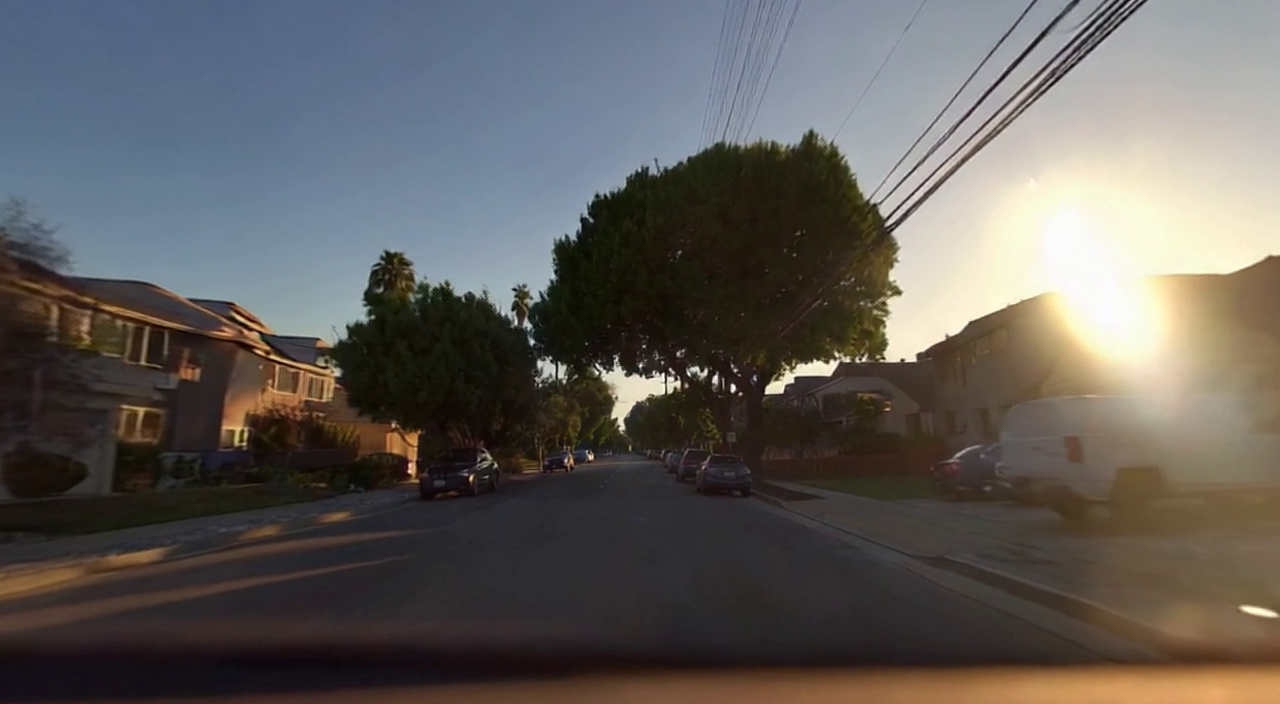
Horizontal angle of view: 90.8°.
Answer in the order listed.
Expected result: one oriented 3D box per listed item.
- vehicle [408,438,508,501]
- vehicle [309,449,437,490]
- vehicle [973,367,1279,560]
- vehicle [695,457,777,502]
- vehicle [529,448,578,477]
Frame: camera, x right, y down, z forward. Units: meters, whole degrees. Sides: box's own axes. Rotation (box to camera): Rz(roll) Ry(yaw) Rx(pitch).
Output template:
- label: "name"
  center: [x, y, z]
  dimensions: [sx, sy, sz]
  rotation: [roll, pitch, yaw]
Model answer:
- label: "vehicle"
  center: [-6.367, 4.290, 22.746]
  dimensions: [2.156, 1.932, 4.518]
  rotation: [-2, -12, 1]
- label: "vehicle"
  center: [-11.495, 5.080, 27.440]
  dimensions: [4.529, 1.677, 2.204]
  rotation: [0, -9, 1]
- label: "vehicle"
  center: [8.480, 1.545, 9.011]
  dimensions: [5.900, 2.328, 2.603]
  rotation: [-1, -9, 3]
- label: "vehicle"
  center: [2.989, 4.062, 20.460]
  dimensions: [1.827, 1.286, 3.684]
  rotation: [1, -9, -5]
- label: "vehicle"
  center: [-6.257, 8.207, 46.616]
  dimensions: [2.398, 1.910, 5.999]
  rotation: [-3, -11, 4]
